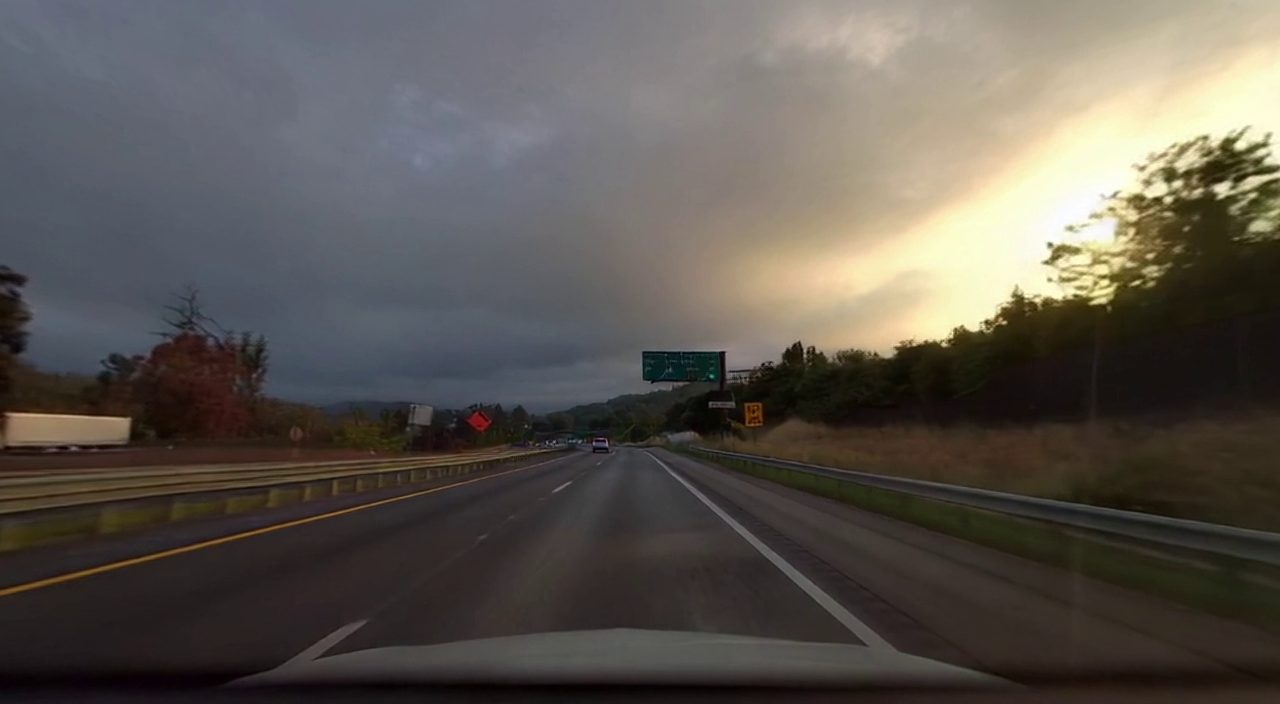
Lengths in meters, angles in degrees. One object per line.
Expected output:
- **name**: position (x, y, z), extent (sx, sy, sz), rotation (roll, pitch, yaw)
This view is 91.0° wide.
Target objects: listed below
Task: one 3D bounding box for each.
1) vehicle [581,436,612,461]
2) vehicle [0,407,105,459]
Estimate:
- **vehicle**: position (-3.338, 7.456, 48.980), extent (2.188, 1.825, 4.282), rotation (0, -8, -2)
- **vehicle**: position (-38.978, 5.129, 39.345), extent (2.930, 3.039, 9.292), rotation (0, -8, 0)
